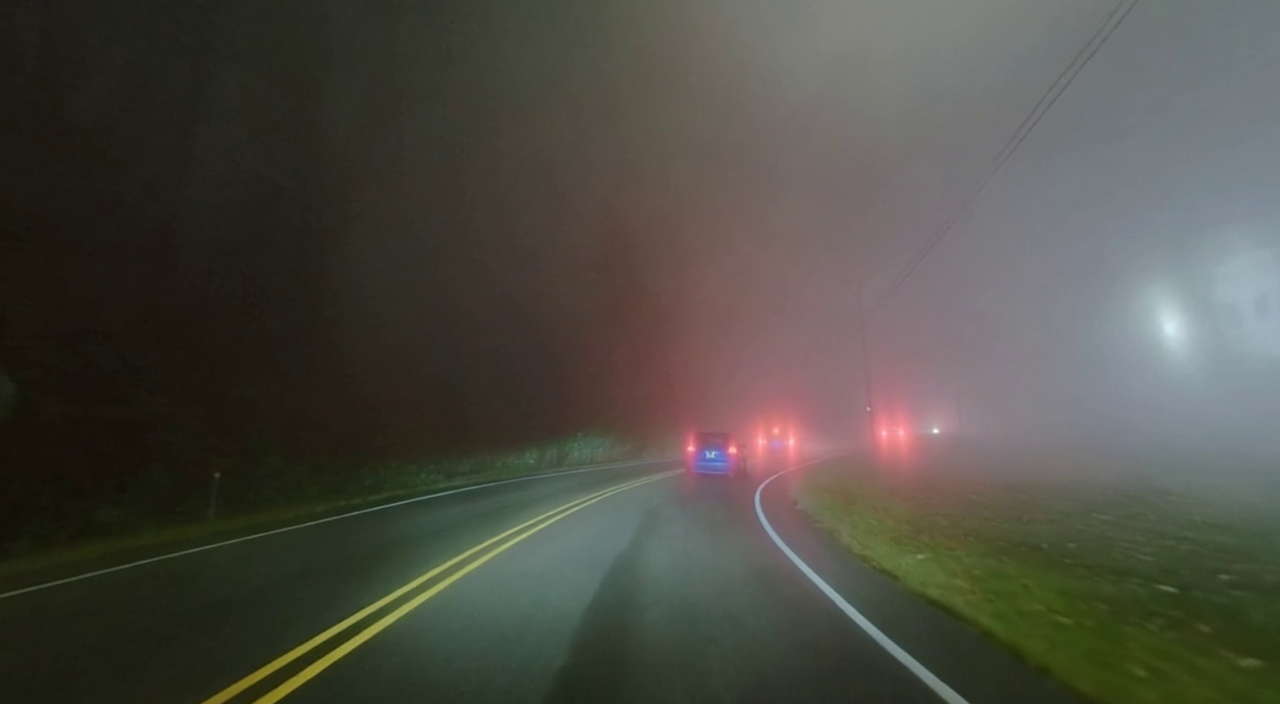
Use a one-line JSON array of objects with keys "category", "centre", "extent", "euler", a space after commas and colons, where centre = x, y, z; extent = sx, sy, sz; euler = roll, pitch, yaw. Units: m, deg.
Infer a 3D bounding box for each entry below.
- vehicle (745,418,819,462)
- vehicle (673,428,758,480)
[{"category": "vehicle", "centre": [7.893, 4.824, 34.469], "extent": [2.376, 2.145, 5.953], "euler": [-5, -9, 28]}, {"category": "vehicle", "centre": [2.714, 3.489, 21.734], "extent": [2.157, 1.565, 4.243], "euler": [-3, -9, 17]}]
